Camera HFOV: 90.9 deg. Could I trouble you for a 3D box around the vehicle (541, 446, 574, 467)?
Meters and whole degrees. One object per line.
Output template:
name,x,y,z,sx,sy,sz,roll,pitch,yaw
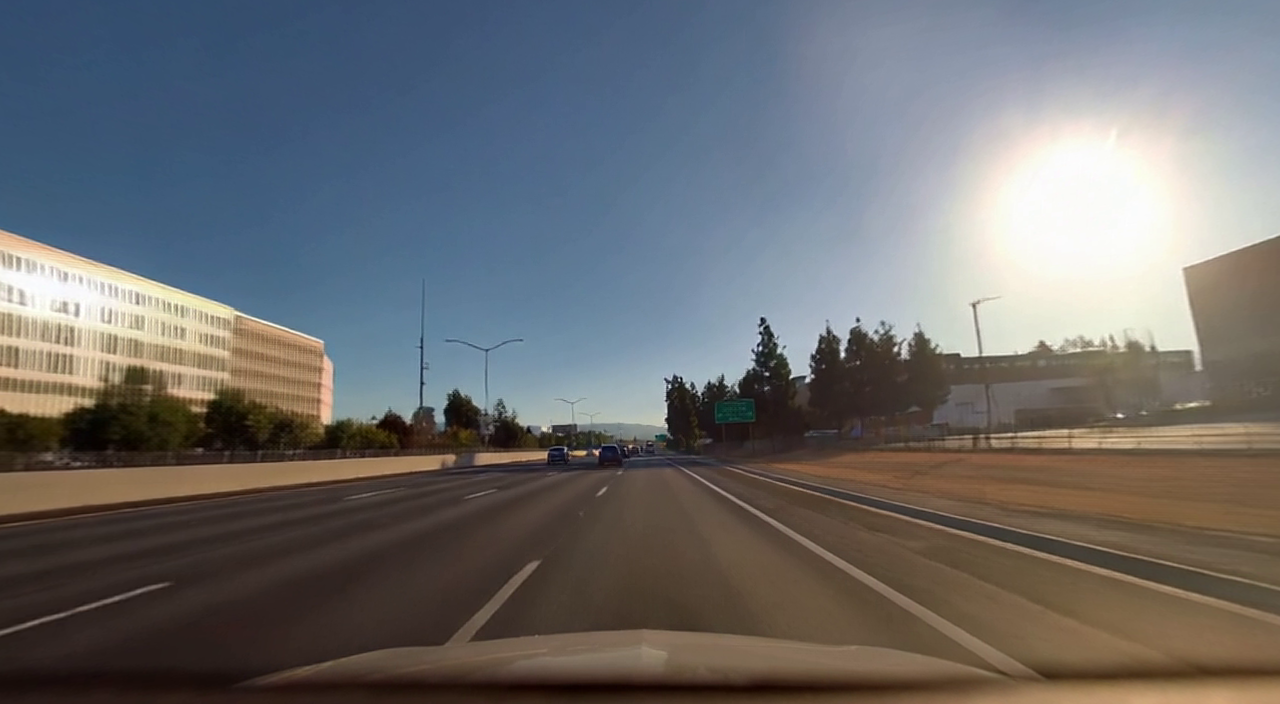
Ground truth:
vehicle,-6.285,7.991,48.422,1.936,1.462,4.388,-1,-8,1
